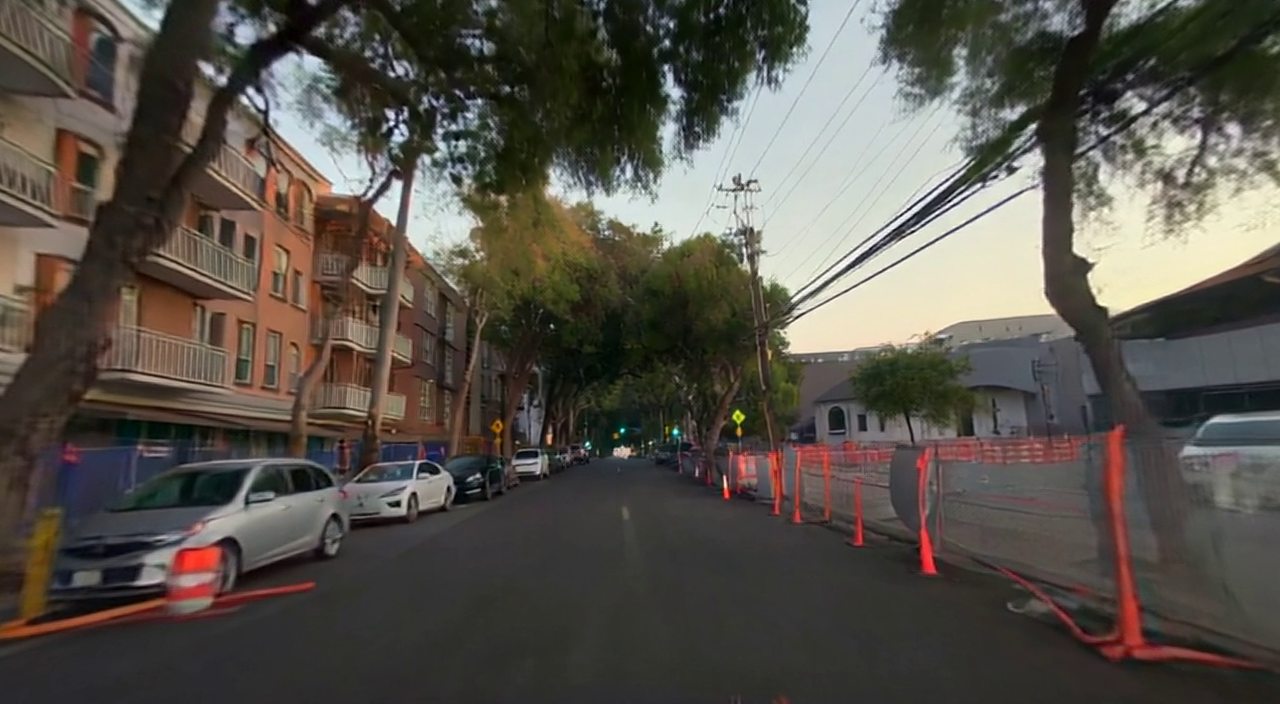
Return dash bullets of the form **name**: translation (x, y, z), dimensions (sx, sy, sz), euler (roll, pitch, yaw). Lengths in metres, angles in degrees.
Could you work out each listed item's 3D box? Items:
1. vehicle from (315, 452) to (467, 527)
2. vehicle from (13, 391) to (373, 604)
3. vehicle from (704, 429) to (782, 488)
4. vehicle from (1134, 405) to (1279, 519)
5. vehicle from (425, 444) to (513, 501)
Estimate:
- **vehicle**: translation (-5.644, 3.217, 15.037), dimensions (1.967, 1.483, 4.347), euler (0, -11, -2)
- **vehicle**: translation (-5.481, 1.805, 8.587), dimensions (1.894, 2.186, 3.901), euler (0, -9, 1)
- **vehicle**: translation (3.745, 4.096, 23.762), dimensions (1.994, 1.857, 4.393), euler (2, -13, -3)
- **vehicle**: translation (12.873, 2.058, 12.219), dimensions (4.585, 1.977, 2.170), euler (-2, -9, 5)
- **vehicle**: translation (-5.595, 3.974, 21.221), dimensions (1.996, 1.695, 4.127), euler (1, -9, -4)
